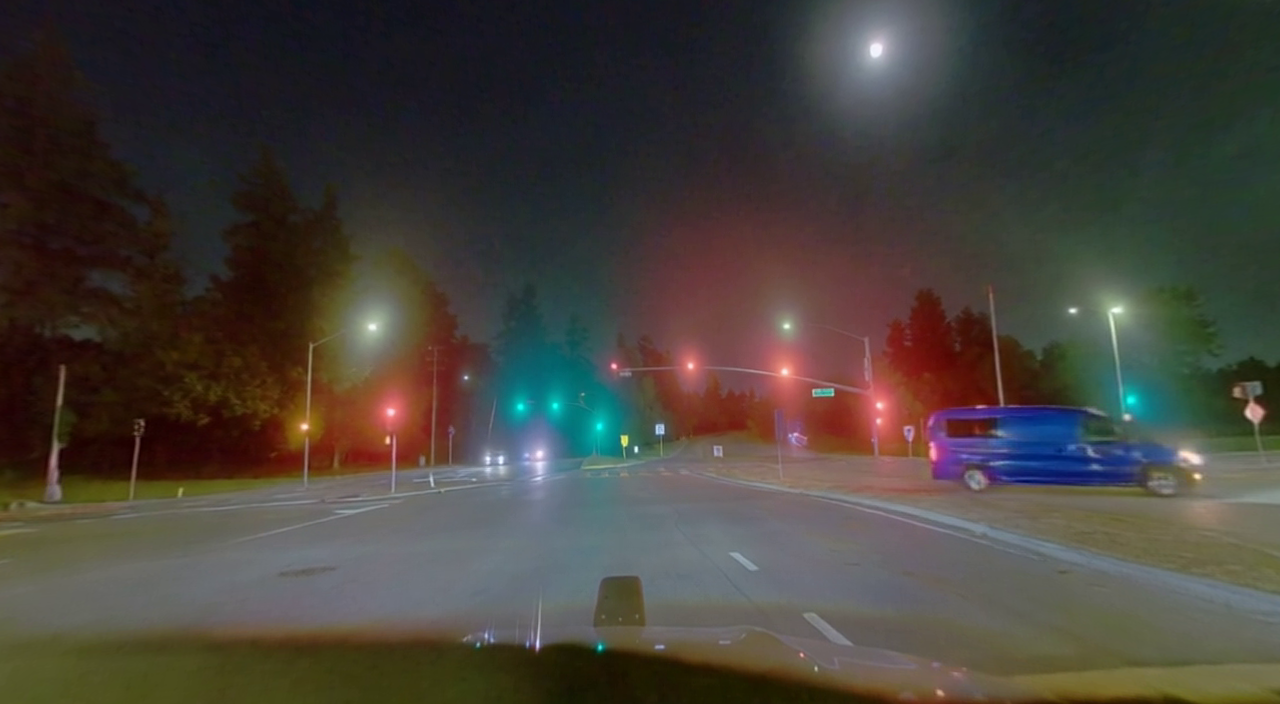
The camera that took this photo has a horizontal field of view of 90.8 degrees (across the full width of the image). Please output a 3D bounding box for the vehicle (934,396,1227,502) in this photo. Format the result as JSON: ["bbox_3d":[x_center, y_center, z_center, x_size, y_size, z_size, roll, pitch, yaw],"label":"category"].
[{"bbox_3d":[11.151,2.556,16.772,5.791,2.404,2.465,-3,-9,21],"label":"vehicle"}]
